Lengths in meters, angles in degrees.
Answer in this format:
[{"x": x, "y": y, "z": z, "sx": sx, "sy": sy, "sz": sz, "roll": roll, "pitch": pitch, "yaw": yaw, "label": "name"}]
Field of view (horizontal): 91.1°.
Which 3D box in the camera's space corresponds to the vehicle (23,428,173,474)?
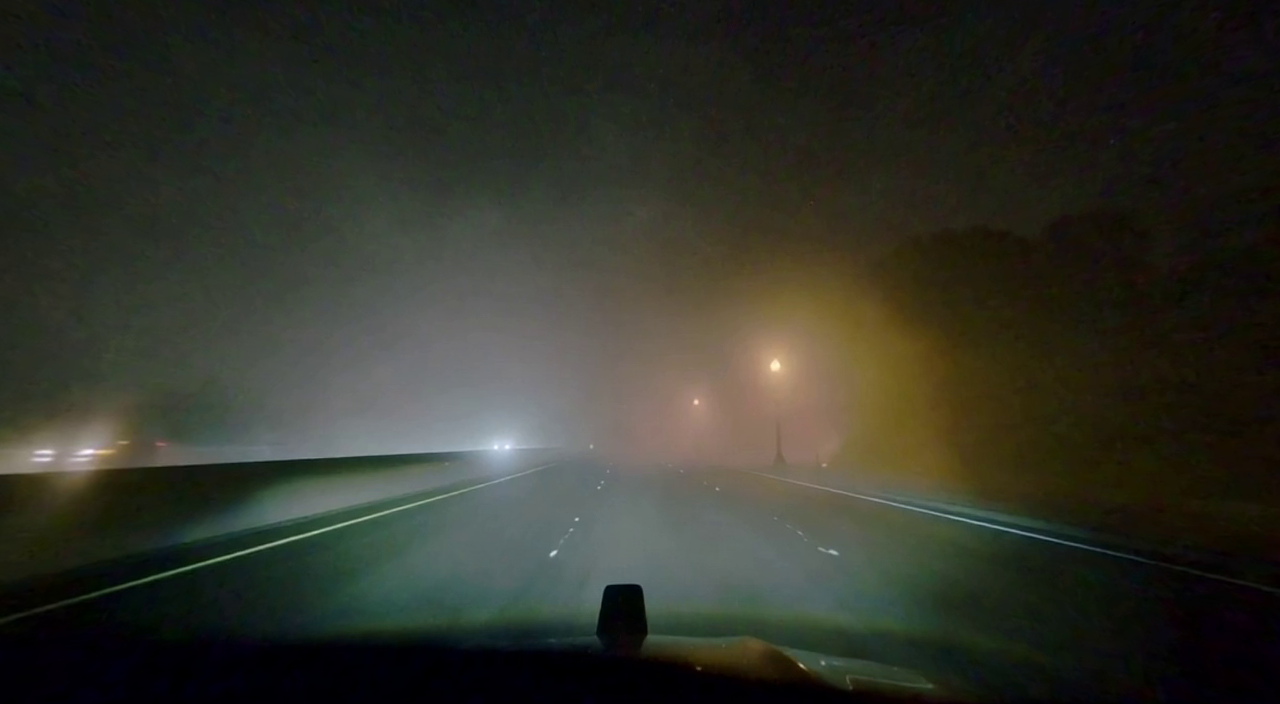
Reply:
[{"x": -23.241, "y": 4.283, "z": 27.272, "sx": 2.093, "sy": 1.798, "sz": 4.981, "roll": 0, "pitch": -9, "yaw": -1, "label": "vehicle"}]
